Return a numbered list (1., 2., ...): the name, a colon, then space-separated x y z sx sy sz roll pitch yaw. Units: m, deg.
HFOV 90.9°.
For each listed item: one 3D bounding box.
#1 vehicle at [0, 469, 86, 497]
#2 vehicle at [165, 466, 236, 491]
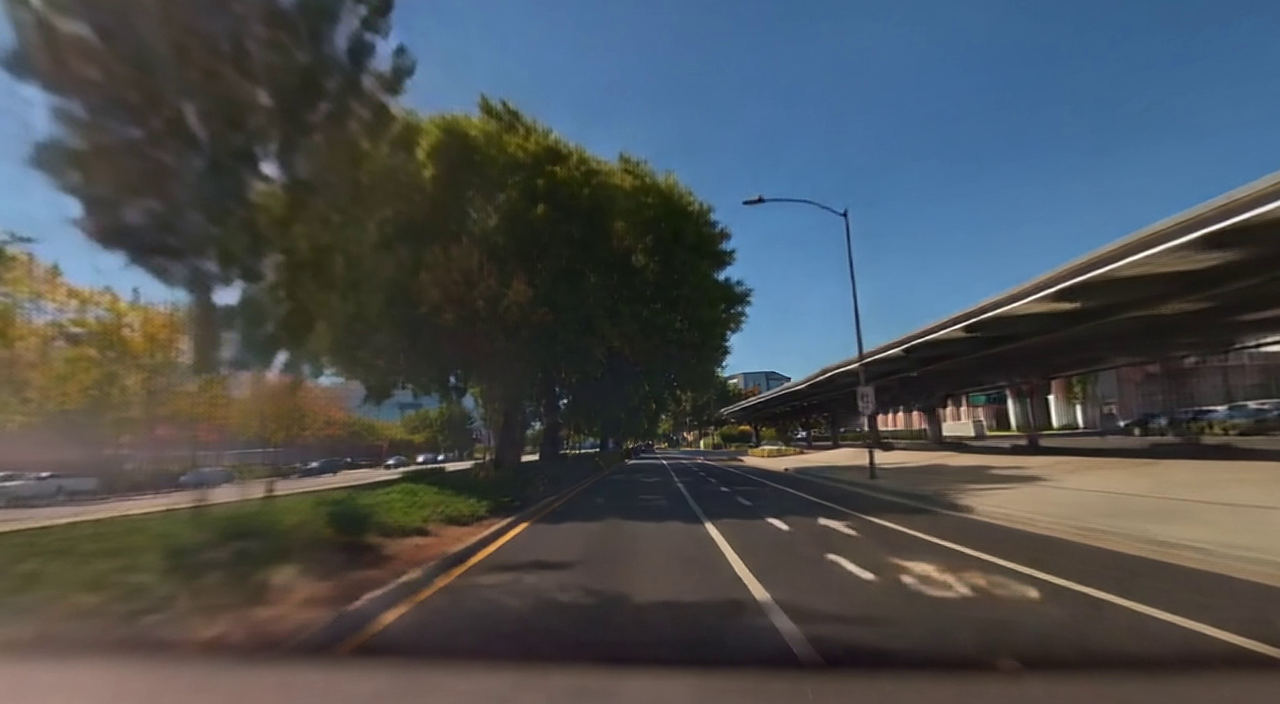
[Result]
1. vehicle: -37.513 8.140 39.339 1.815 1.467 4.436 0 -8 0
2. vehicle: -29.753 8.556 42.784 1.773 1.468 4.176 0 -8 0
